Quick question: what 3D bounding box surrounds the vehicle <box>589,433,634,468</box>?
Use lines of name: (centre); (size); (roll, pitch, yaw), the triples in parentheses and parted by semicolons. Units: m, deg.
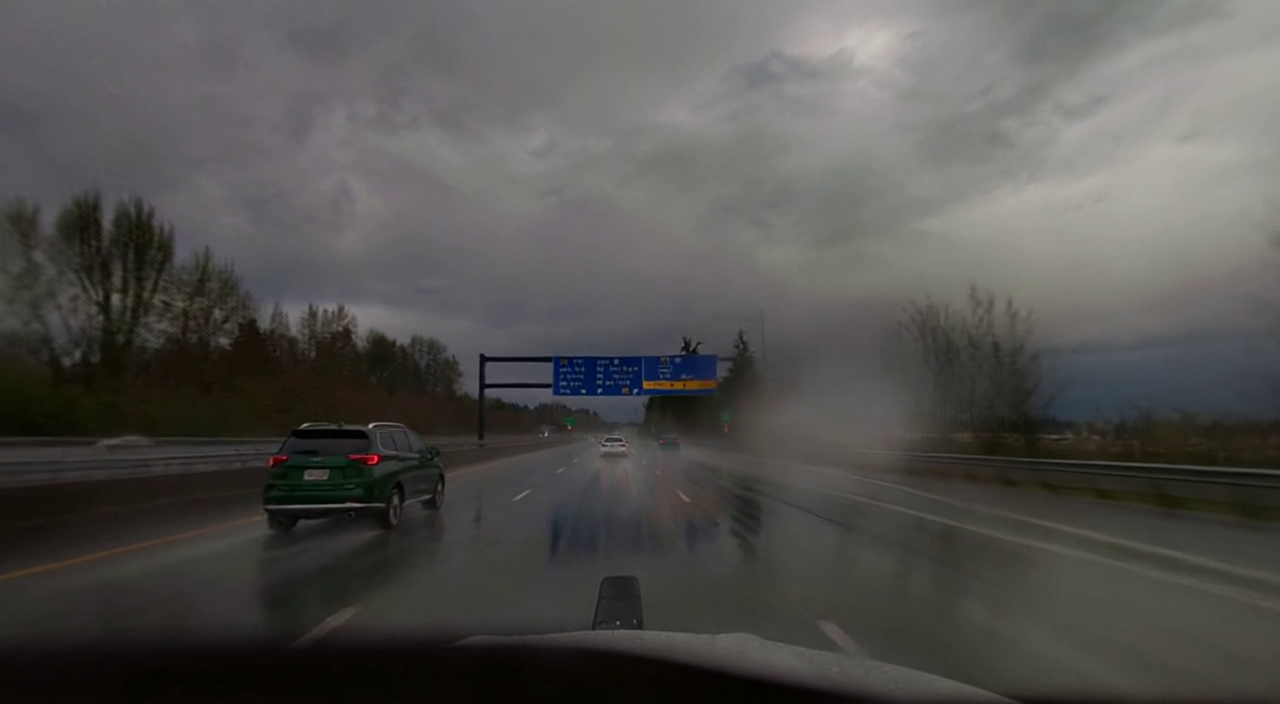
vehicle: (-1.341, 4.652, 29.964); (2.010, 1.534, 4.013); (0, -8, -2)

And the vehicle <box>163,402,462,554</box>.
vehicle: (-4.327, 1.722, 9.395); (2.111, 1.689, 4.505); (0, -8, -1)
